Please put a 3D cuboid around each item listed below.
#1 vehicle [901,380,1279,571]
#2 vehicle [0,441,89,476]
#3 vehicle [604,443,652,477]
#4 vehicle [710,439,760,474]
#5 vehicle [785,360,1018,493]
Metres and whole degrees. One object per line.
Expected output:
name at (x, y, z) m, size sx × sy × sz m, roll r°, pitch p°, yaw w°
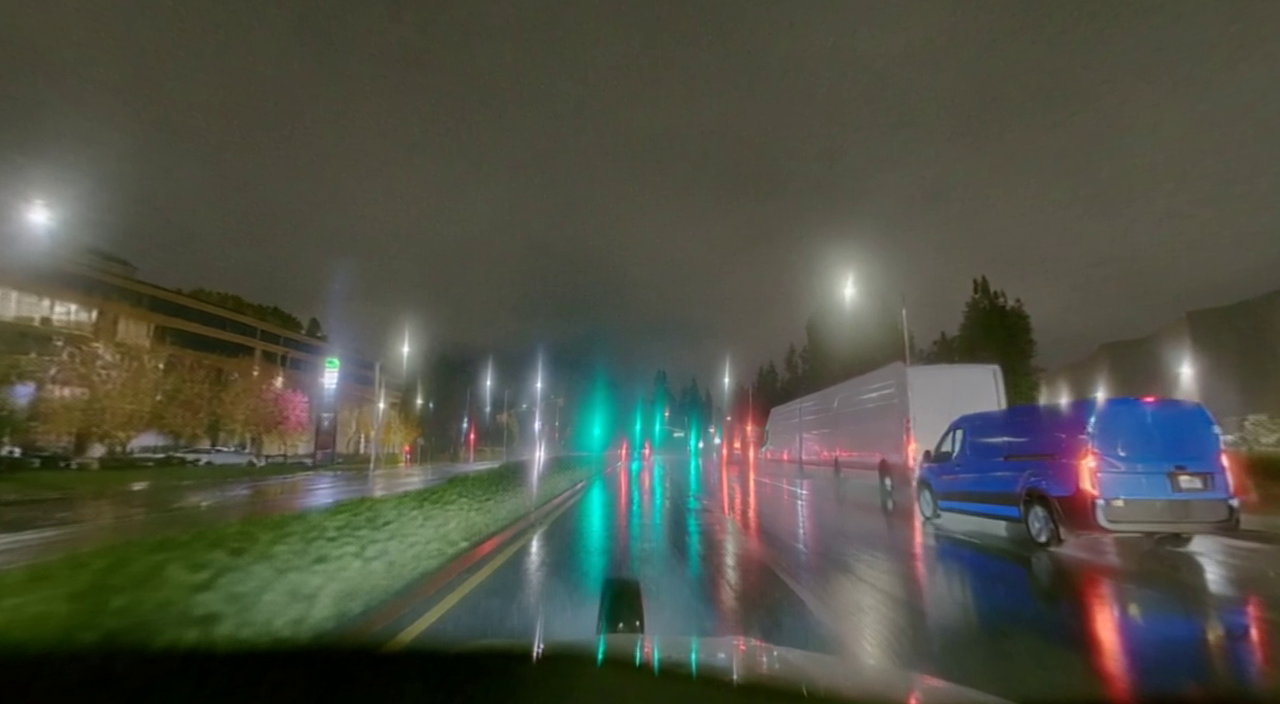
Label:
vehicle at (6.644, 1.778, 9.935) m, size 2.573 × 2.127 × 5.568 m, roll 0°, pitch -8°, yaw -1°
vehicle at (-29.241, 4.955, 29.682) m, size 4.624 × 1.556 × 2.207 m, roll 0°, pitch -8°, yaw 0°
vehicle at (-0.535, 5.025, 29.593) m, size 2.095 × 1.456 × 3.873 m, roll 0°, pitch -8°, yaw -1°
vehicle at (4.932, 5.458, 33.277) m, size 2.047 × 1.711 × 4.265 m, roll 0°, pitch -8°, yaw 1°
vehicle at (10.020, 3.514, 28.038) m, size 2.960 × 4.109 × 16.764 m, roll 0°, pitch -8°, yaw -1°
